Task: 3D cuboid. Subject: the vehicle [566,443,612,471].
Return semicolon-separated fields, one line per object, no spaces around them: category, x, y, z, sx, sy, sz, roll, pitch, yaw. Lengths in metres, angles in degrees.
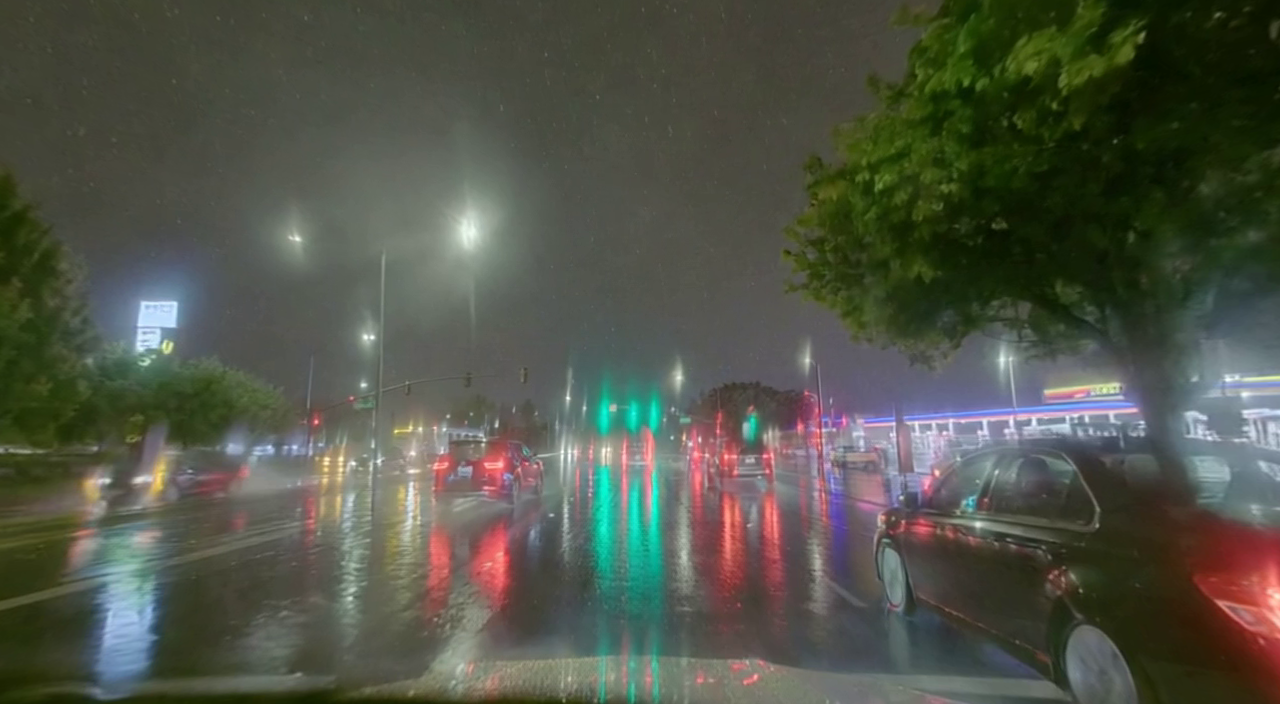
vehicle;-2.872;5.994;36.139;2.192;1.463;4.211;0;-8;1

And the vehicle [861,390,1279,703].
vehicle;3.423;1.182;4.306;2.038;1.499;4.868;0;-8;0

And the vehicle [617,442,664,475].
vehicle;0.011;5.130;30.616;2.104;1.477;4.591;0;-8;0

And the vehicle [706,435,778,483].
vehicle;3.805;4.055;24.189;2.022;1.683;4.171;0;-8;0

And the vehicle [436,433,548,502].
vehicle;-3.817;3.039;17.050;2.023;1.607;4.086;0;-8;0

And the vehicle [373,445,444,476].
vehicle;-12.150;5.679;33.397;2.013;1.501;4.484;0;-8;1

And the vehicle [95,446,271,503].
vehicle;-13.030;3.470;18.371;2.012;1.458;4.134;0;-8;0

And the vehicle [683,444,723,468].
vehicle;4.043;6.749;41.052;2.174;1.462;4.400;0;-8;0
